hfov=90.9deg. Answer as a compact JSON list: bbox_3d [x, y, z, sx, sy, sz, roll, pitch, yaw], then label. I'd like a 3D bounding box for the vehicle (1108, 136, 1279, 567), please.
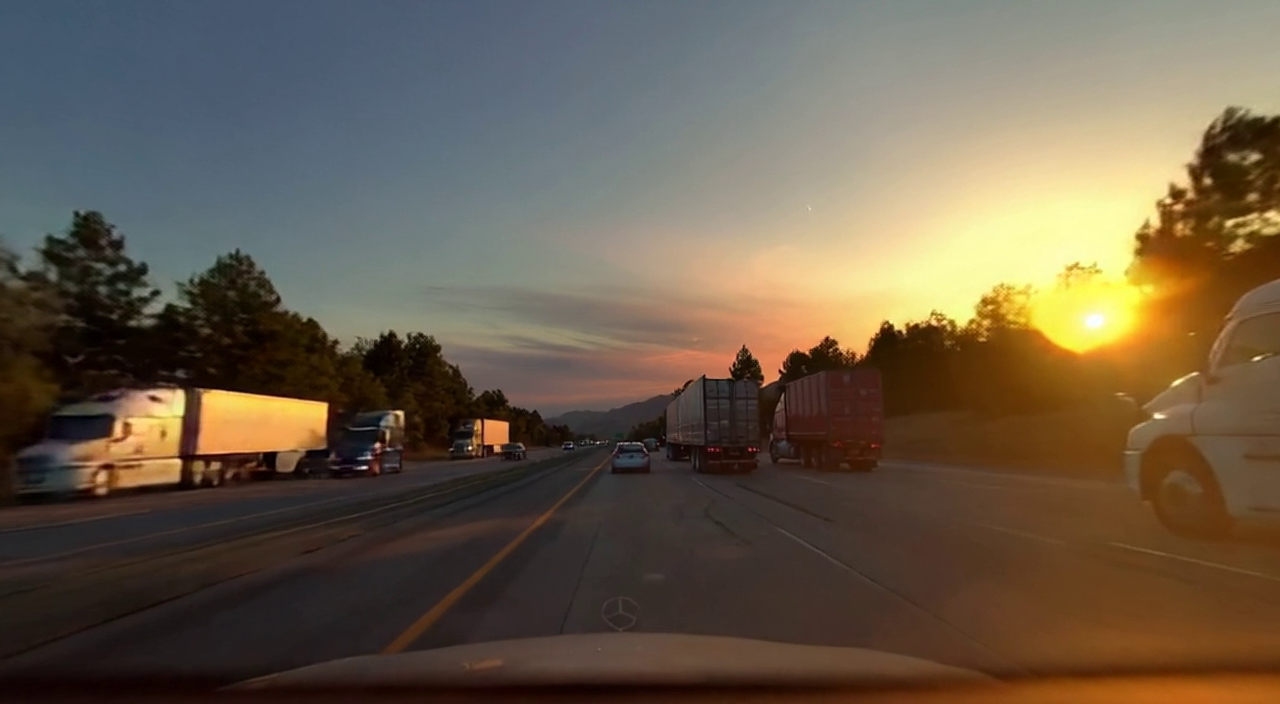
[{"bbox_3d":[7.989,-0.187,5.050,2.979,4.312,6.722,0,-8,-1],"label":"vehicle"}]

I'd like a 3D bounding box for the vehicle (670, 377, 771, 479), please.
[{"bbox_3d":[3.593,3.996,32.711,2.888,4.099,14.183,0,-8,-2],"label":"vehicle"}]

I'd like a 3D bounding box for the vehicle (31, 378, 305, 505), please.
[{"bbox_3d":[-16.806,3.335,23.898,3.053,3.812,9.596,0,-8,-1],"label":"vehicle"}]

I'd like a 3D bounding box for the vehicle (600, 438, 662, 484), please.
[{"bbox_3d":[-0.321,3.833,22.639,2.038,1.477,3.773,0,-8,-1],"label":"vehicle"}]

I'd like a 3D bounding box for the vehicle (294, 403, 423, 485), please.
[{"bbox_3d":[-12.963,4.310,29.944,2.641,3.353,7.768,0,-8,-1],"label":"vehicle"}]

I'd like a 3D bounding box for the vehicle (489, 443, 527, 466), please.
[{"bbox_3d":[-9.233,7.197,44.471,1.867,1.465,4.420,0,-8,-2],"label":"vehicle"}]

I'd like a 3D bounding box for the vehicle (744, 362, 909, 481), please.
[{"bbox_3d":[7.651,3.313,28.975,2.876,4.111,14.145,0,-8,-2],"label":"vehicle"}]
